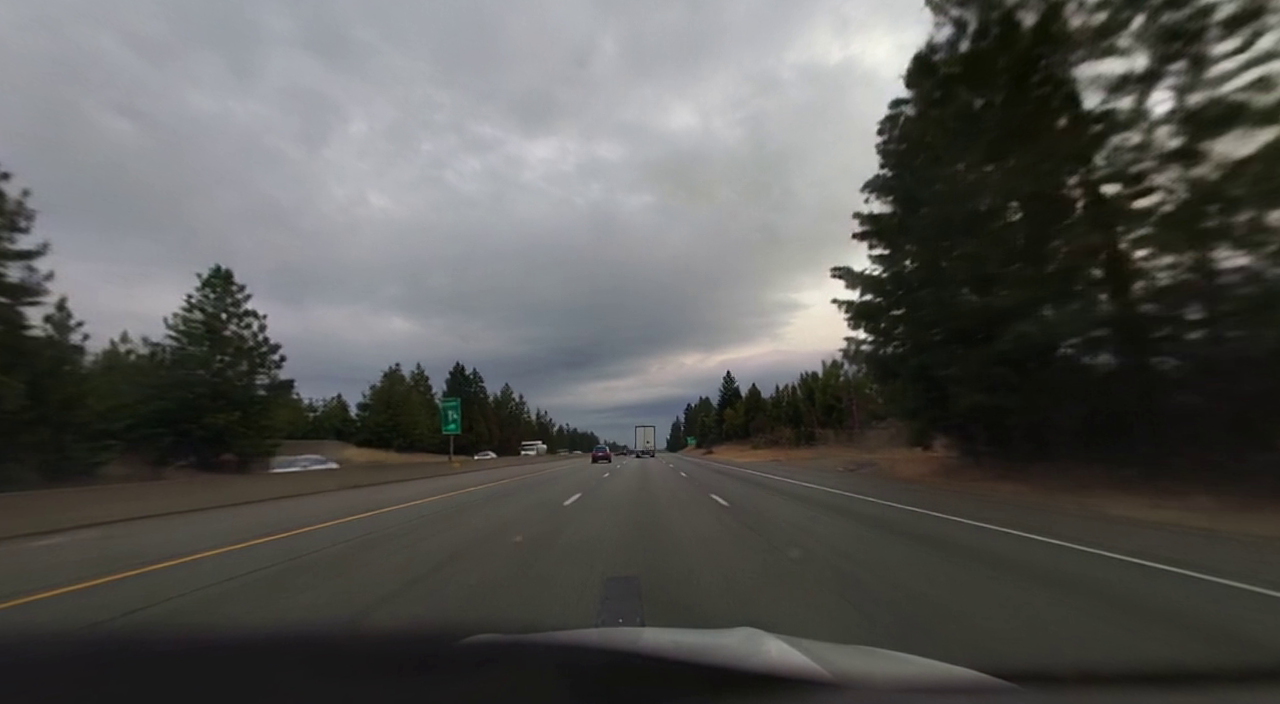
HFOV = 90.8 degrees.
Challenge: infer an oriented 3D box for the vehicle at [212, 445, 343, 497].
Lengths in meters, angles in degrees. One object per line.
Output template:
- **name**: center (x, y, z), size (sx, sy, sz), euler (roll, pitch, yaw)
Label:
- **vehicle**: center (-12.629, 4.138, 22.404), size (1.892, 1.620, 4.611), euler (-1, -9, 1)
